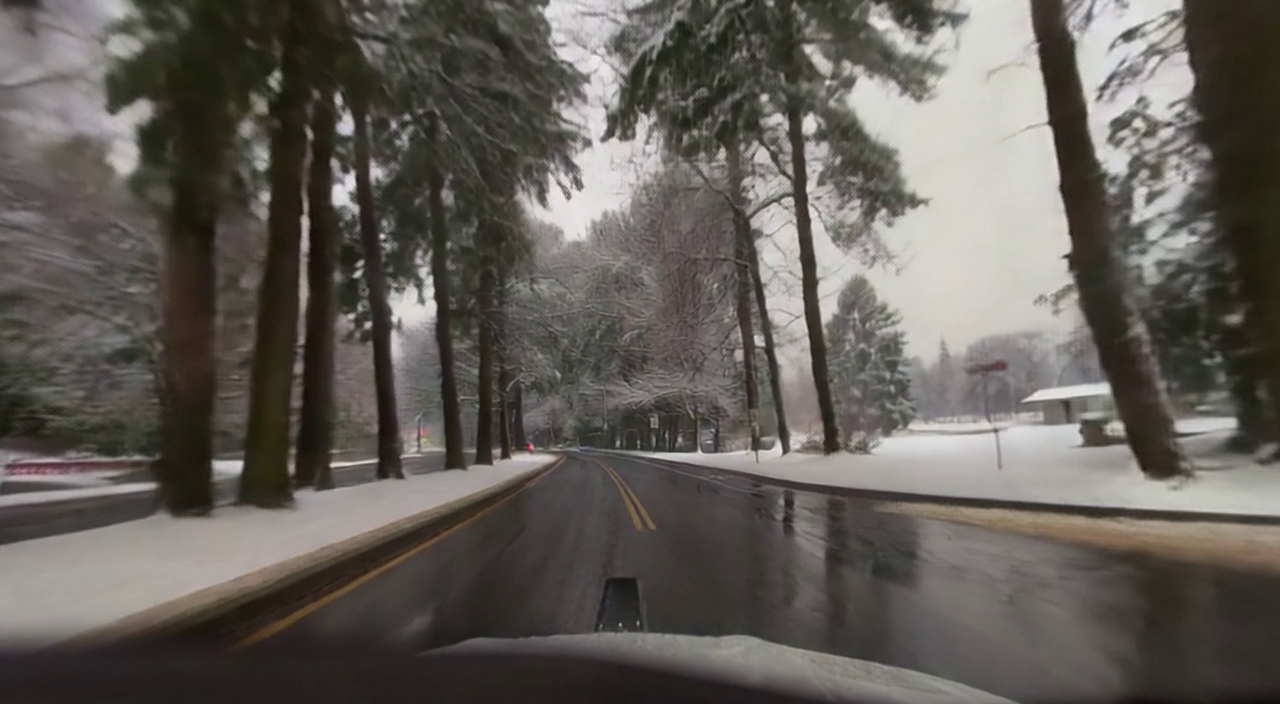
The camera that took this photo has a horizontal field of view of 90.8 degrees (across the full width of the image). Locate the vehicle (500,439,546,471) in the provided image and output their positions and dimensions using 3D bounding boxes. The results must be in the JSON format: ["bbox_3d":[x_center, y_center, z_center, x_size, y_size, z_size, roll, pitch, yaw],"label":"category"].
[{"bbox_3d":[-7.356,6.543,40.270,2.267,1.849,6.402,1,-9,-5],"label":"vehicle"}]
